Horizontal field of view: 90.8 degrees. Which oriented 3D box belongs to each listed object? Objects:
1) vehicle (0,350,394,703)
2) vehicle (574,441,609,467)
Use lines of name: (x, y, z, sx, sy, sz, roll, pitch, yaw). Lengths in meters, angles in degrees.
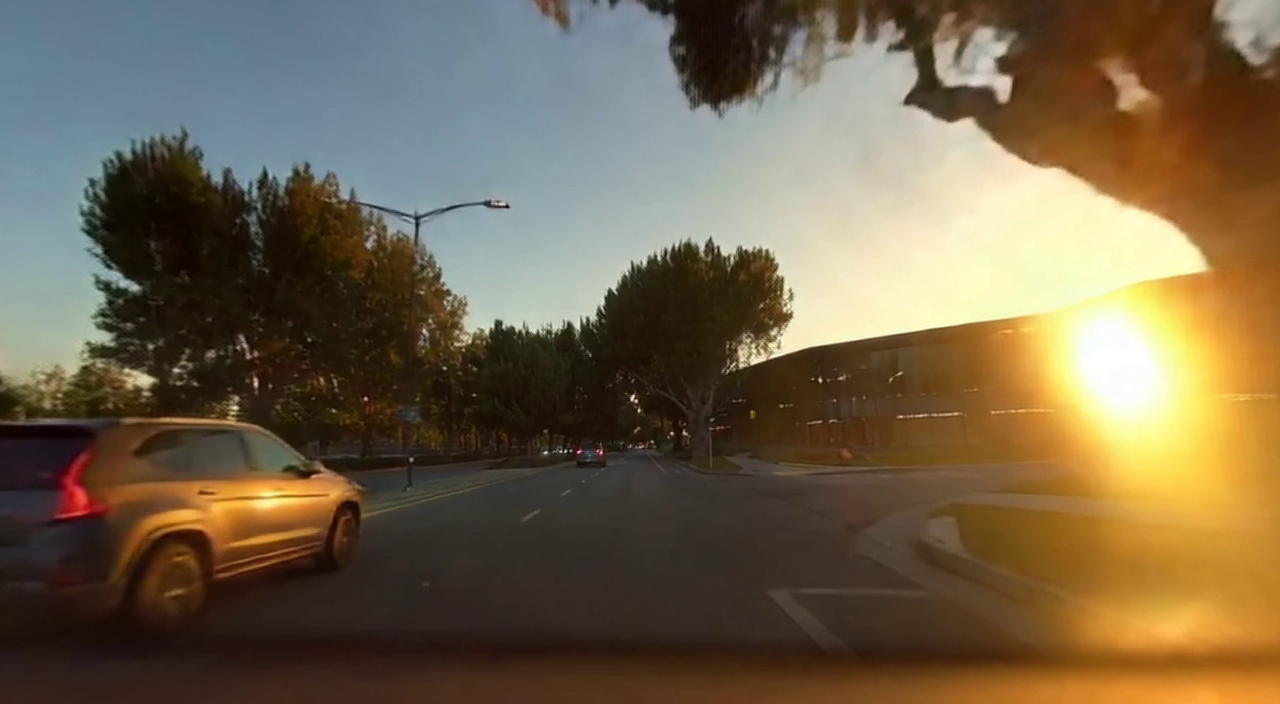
vehicle: (-3.816, 1.115, 4.476, 2.202, 1.685, 4.772, 0, -8, 0)
vehicle: (-3.533, 7.530, 46.794, 2.179, 1.771, 4.267, 0, -8, 1)
